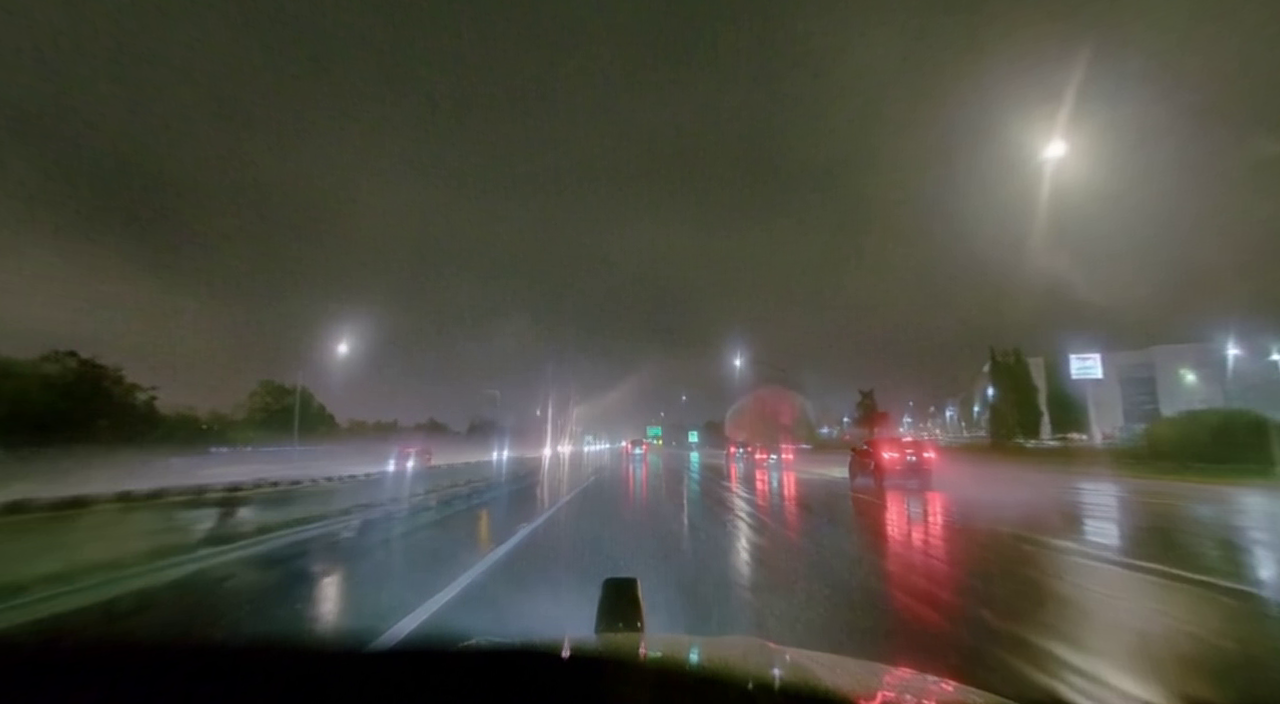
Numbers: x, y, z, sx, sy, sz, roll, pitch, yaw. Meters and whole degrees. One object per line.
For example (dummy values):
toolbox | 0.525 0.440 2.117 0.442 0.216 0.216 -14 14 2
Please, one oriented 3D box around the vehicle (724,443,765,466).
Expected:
vehicle | 7.328 7.234 44.519 2.053 1.553 4.463 0 -9 -1

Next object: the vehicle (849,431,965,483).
vehicle | 10.959 4.380 26.473 2.387 1.936 5.646 0 -9 0
